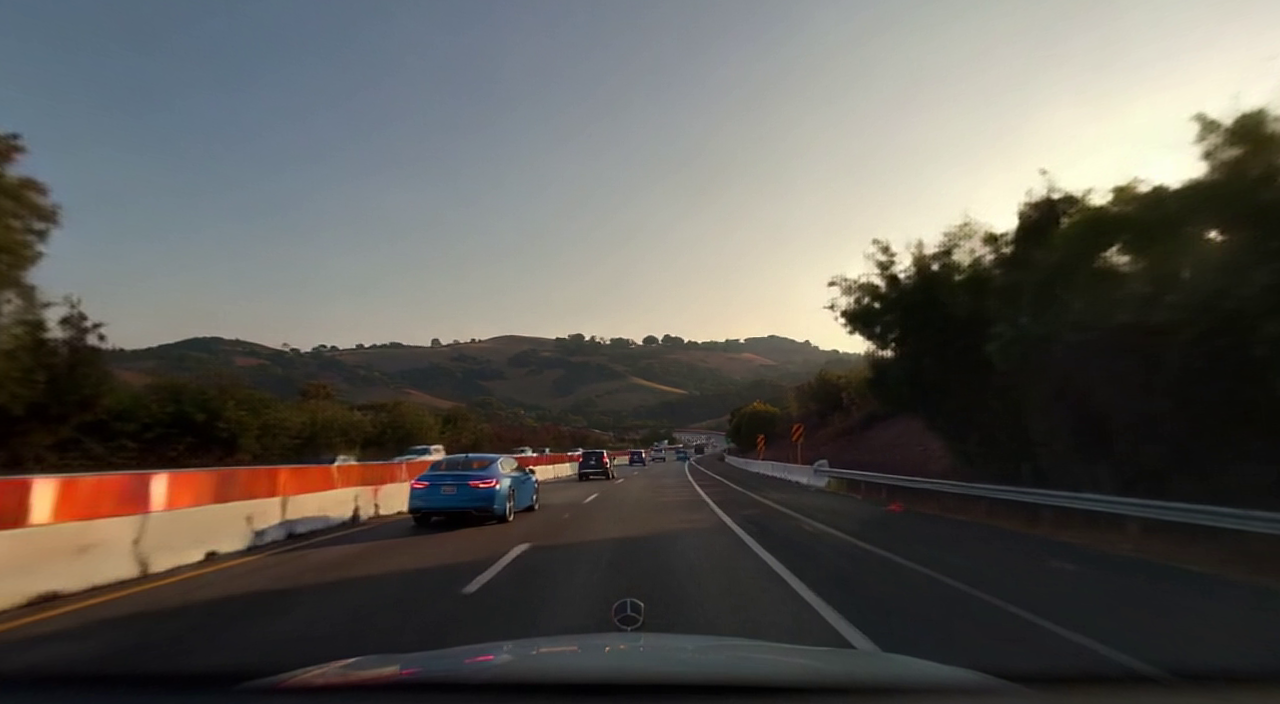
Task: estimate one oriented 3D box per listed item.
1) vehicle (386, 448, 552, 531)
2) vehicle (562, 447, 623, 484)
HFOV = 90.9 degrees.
[{"bbox_3d":[-3.088,2.571,12.348,2.061,1.330,3.928,0,-9,1],"label":"vehicle"},{"bbox_3d":[-1.961,4.875,27.305,2.094,1.480,4.124,-1,-9,3],"label":"vehicle"}]
